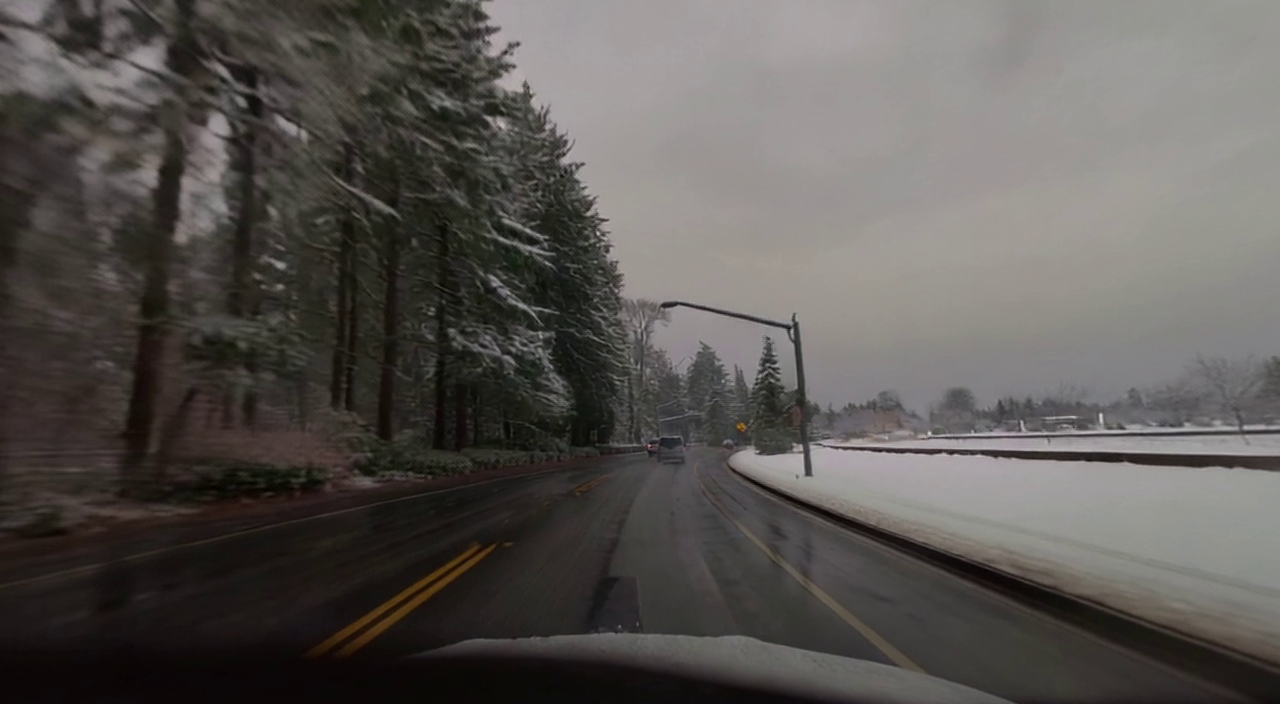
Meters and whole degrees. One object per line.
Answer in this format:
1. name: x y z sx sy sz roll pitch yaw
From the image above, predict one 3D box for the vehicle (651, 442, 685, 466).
1. vehicle: 1.965 6.920 43.058 2.071 1.474 4.047 -1 -8 6
